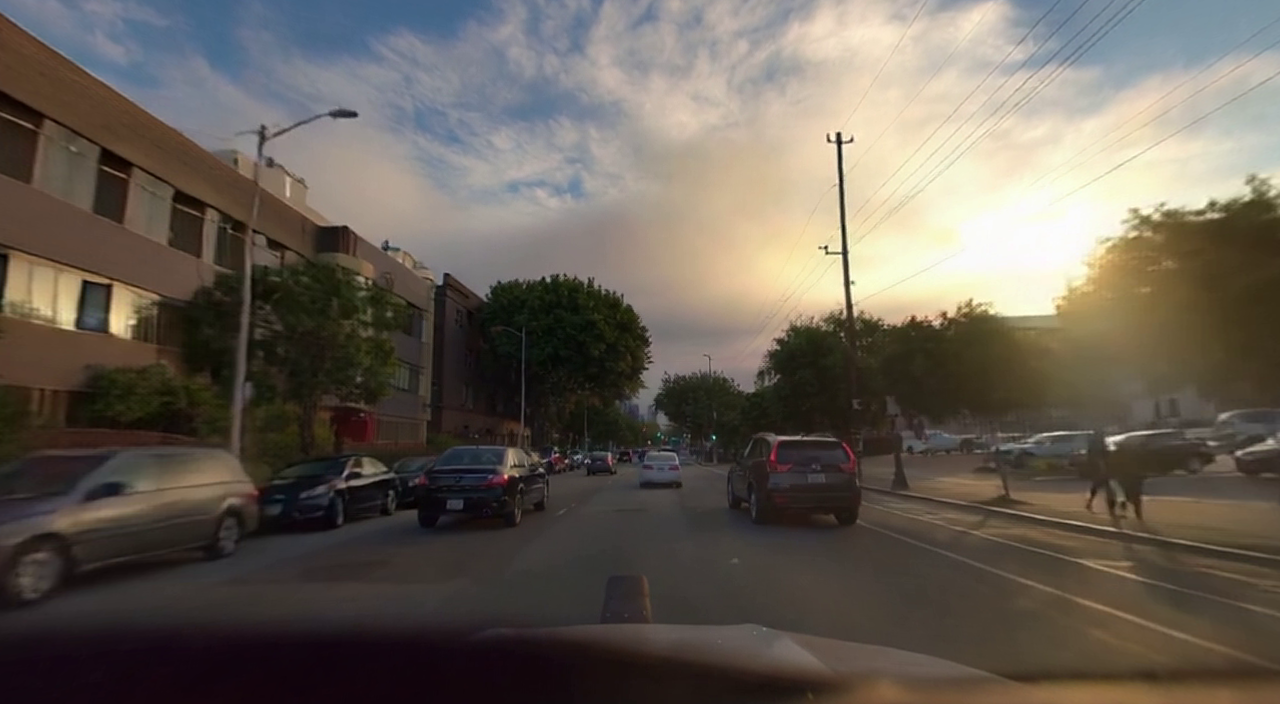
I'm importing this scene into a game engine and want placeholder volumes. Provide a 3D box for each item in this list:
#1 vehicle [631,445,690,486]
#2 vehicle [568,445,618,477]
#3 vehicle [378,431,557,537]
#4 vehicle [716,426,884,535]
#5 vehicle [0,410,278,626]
[{"bbox_3d":[0.761,4.433,24.984,2.139,1.466,4.373,0,-9,1],"label":"vehicle"},{"bbox_3d":[-2.299,5.521,32.167,2.019,1.507,4.643,-1,-9,2],"label":"vehicle"},{"bbox_3d":[-2.960,2.362,11.866,2.085,1.619,3.976,-1,-9,2],"label":"vehicle"},{"bbox_3d":[2.815,2.377,12.296,2.094,1.709,4.394,0,-9,0],"label":"vehicle"},{"bbox_3d":[-5.996,1.563,6.600,1.867,1.692,4.188,0,-9,0],"label":"vehicle"}]
